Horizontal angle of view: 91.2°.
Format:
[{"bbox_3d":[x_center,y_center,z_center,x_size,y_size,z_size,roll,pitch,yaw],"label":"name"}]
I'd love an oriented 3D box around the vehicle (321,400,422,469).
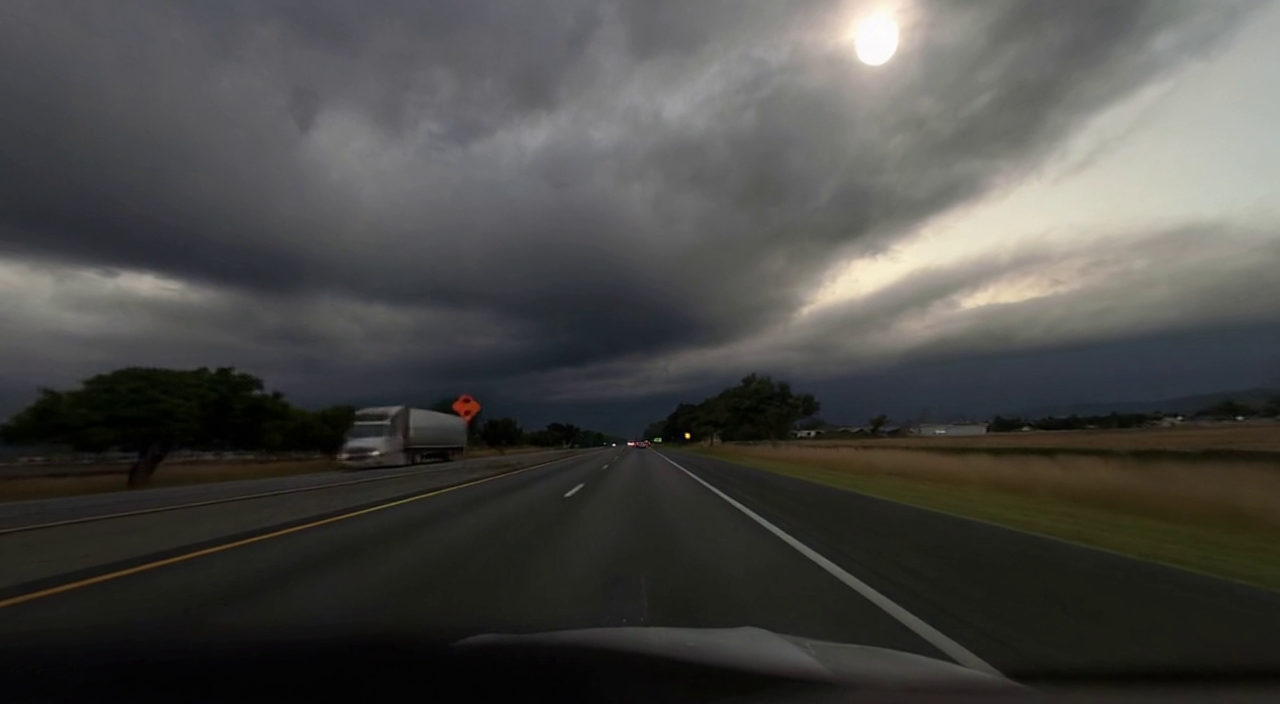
[{"bbox_3d":[-16.479,5.190,39.250,2.976,3.855,7.457,0,-8,0],"label":"vehicle"}]
